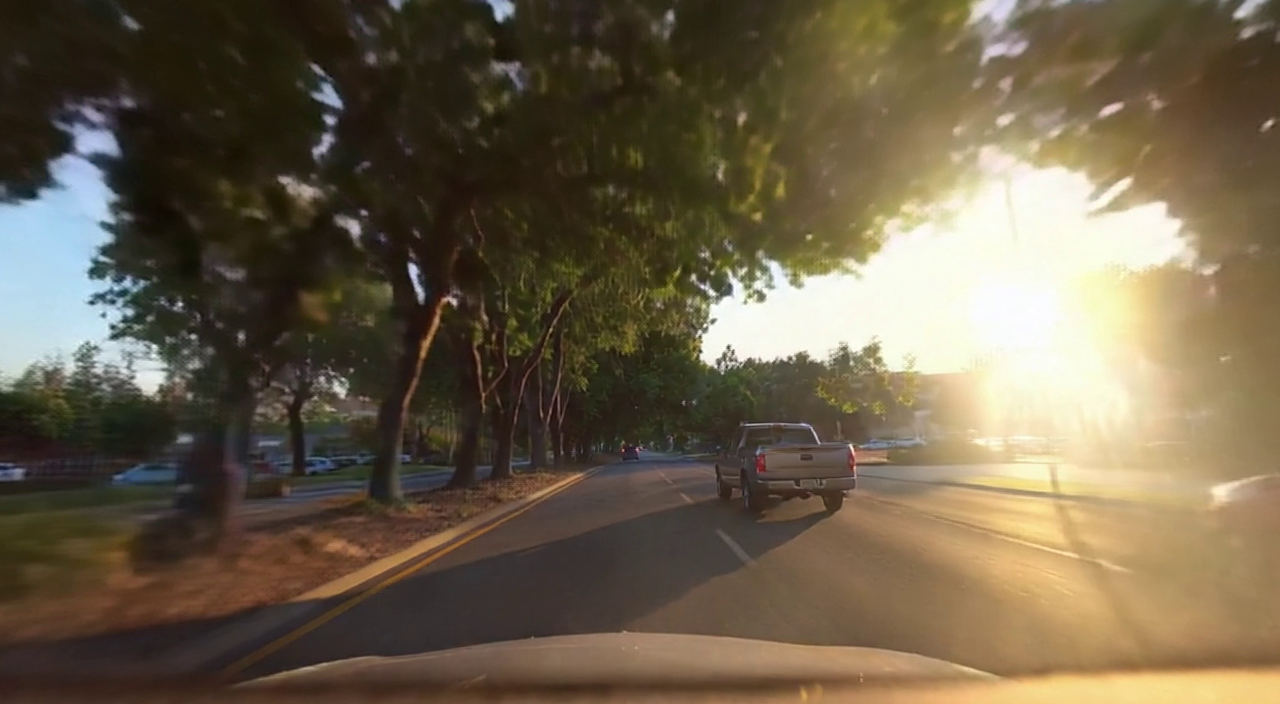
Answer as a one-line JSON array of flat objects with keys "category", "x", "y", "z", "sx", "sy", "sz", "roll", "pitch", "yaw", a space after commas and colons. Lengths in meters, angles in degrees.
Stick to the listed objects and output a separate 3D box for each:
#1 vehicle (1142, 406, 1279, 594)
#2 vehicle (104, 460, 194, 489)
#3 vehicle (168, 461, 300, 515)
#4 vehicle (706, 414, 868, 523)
[{"category": "vehicle", "x": 6.491, "y": 1.156, "z": 4.686, "sx": 1.993, "sy": 1.604, "sz": 4.260, "roll": -1, "pitch": -8, "yaw": 0}, {"category": "vehicle", "x": -29.799, "y": 7.458, "z": 38.460, "sx": 3.749, "sy": 1.600, "sz": 2.011, "roll": 0, "pitch": -8, "yaw": -2}, {"category": "vehicle", "x": -13.550, "y": 4.529, "z": 21.435, "sx": 1.835, "sy": 1.487, "sz": 4.201, "roll": 0, "pitch": -8, "yaw": -3}, {"category": "vehicle", "x": 2.810, "y": 2.397, "z": 13.584, "sx": 2.138, "sy": 1.836, "sz": 5.245, "roll": 0, "pitch": -8, "yaw": -1}]
